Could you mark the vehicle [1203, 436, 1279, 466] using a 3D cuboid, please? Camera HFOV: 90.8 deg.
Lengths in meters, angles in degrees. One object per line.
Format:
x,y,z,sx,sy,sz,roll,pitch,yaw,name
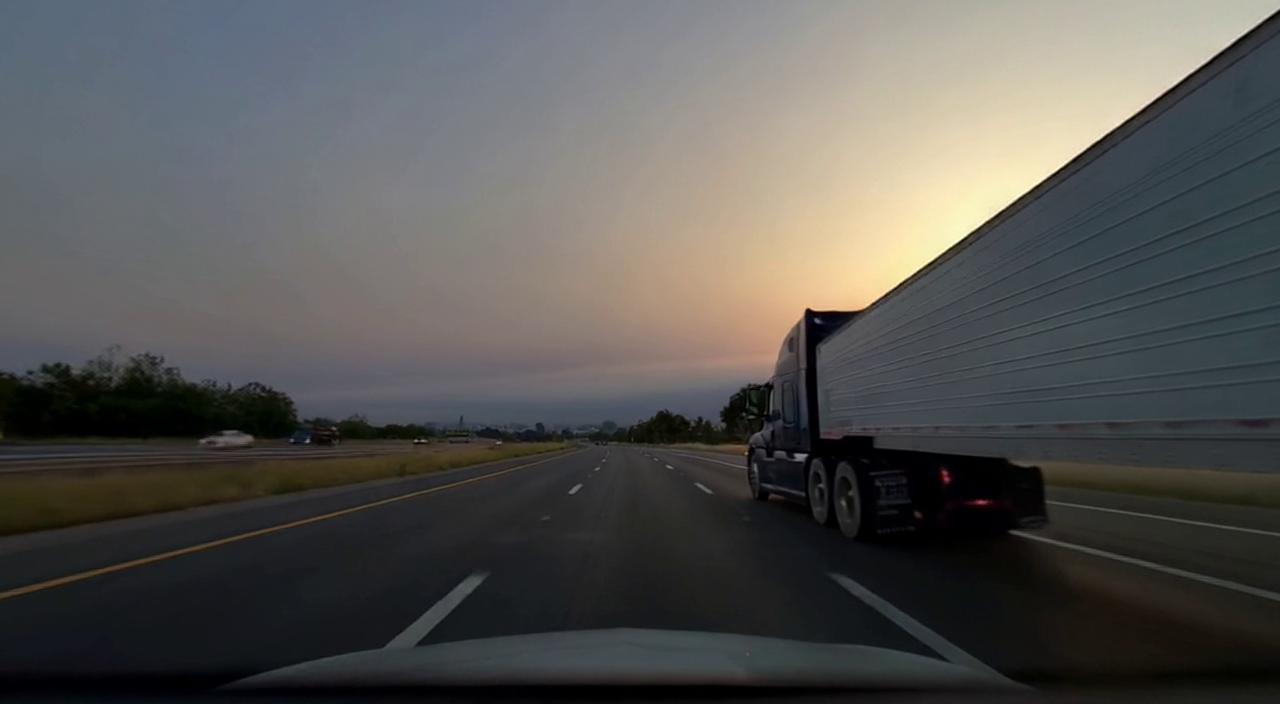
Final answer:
46.892,7.552,48.258,5.583,2.177,2.775,1,-8,-11,vehicle
